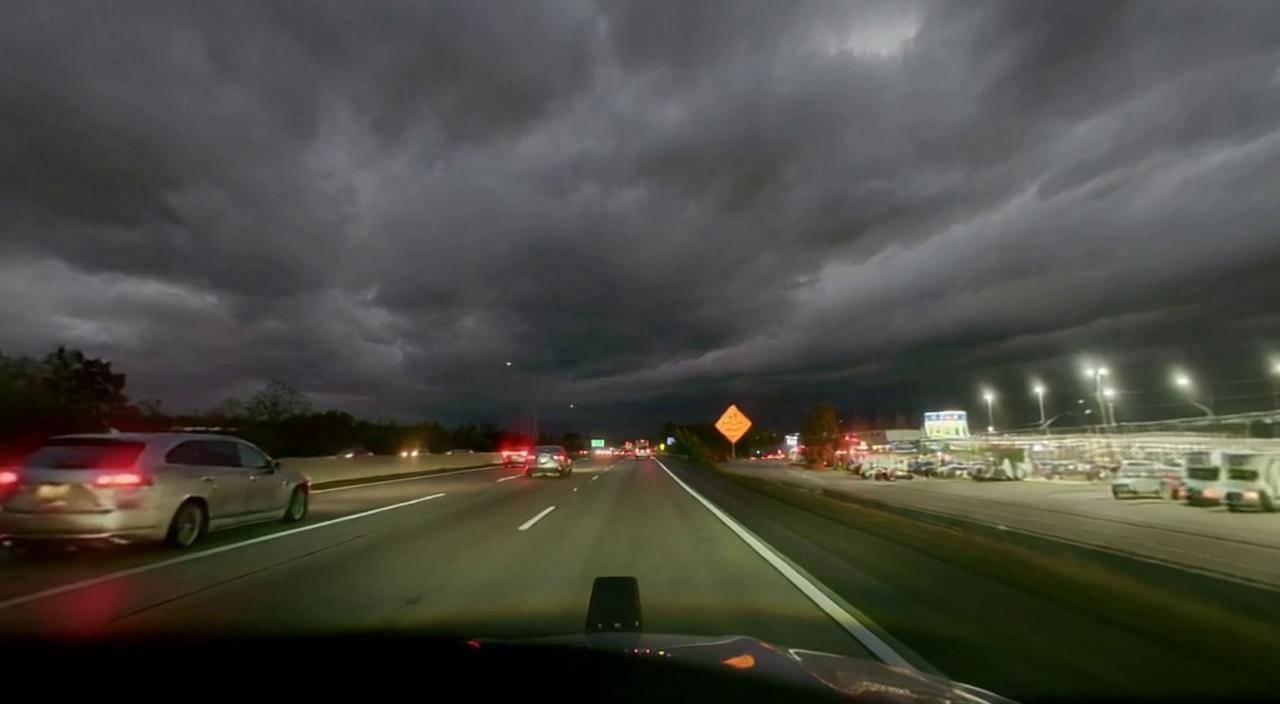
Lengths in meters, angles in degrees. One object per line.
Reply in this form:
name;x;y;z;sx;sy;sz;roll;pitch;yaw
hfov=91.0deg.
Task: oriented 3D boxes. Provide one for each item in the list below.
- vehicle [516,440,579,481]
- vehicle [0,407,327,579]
vehicle;-4.016;4.802;28.101;2.070;1.665;4.213;0;-9;1
vehicle;-7.203;1.906;9.477;2.159;1.807;5.422;0;-9;0
